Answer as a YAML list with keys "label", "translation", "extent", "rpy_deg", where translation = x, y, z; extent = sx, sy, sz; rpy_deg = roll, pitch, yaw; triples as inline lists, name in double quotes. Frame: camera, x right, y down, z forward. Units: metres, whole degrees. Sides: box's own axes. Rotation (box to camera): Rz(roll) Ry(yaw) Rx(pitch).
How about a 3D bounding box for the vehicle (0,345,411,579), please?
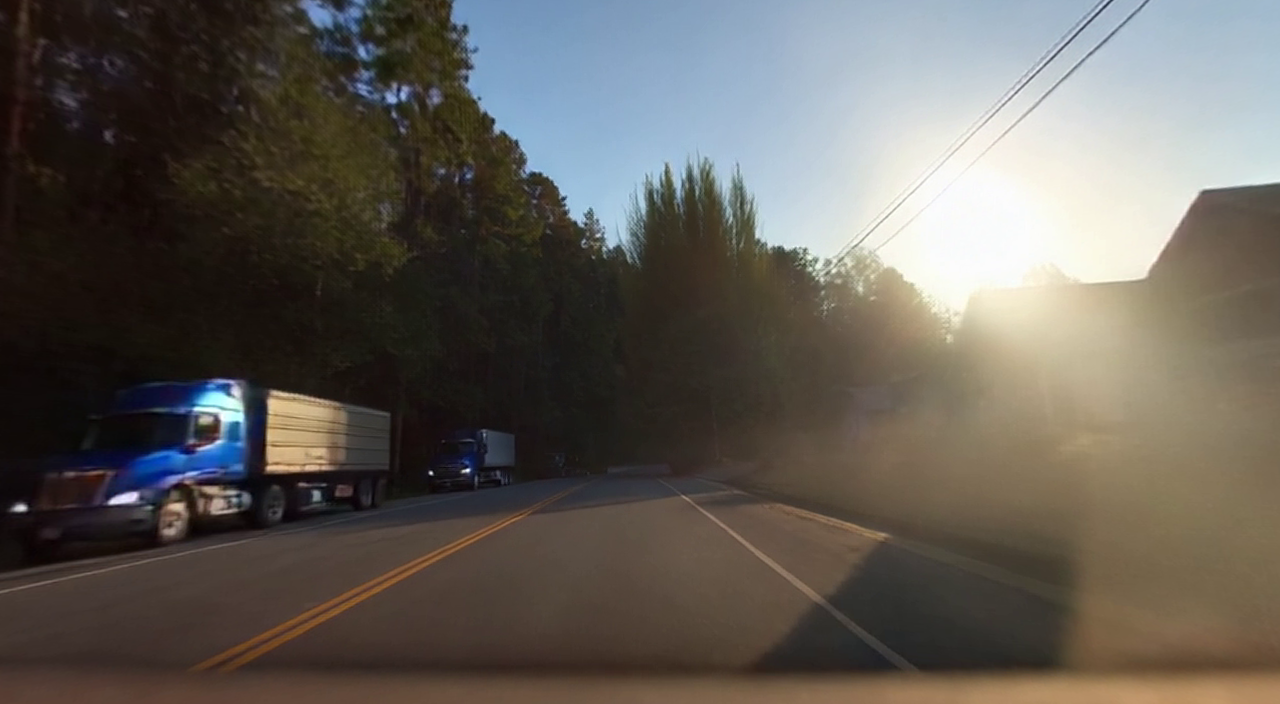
- label: "vehicle"
  translation: [-8.274, 2.175, 14.024]
  extent: [2.788, 3.365, 9.652]
  rpy_deg: [0, -7, 0]

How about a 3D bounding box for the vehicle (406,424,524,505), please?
- label: "vehicle"
  translation: [-8.357, 5.368, 31.946]
  extent: [2.905, 3.359, 10.168]
  rpy_deg: [0, -6, 1]
